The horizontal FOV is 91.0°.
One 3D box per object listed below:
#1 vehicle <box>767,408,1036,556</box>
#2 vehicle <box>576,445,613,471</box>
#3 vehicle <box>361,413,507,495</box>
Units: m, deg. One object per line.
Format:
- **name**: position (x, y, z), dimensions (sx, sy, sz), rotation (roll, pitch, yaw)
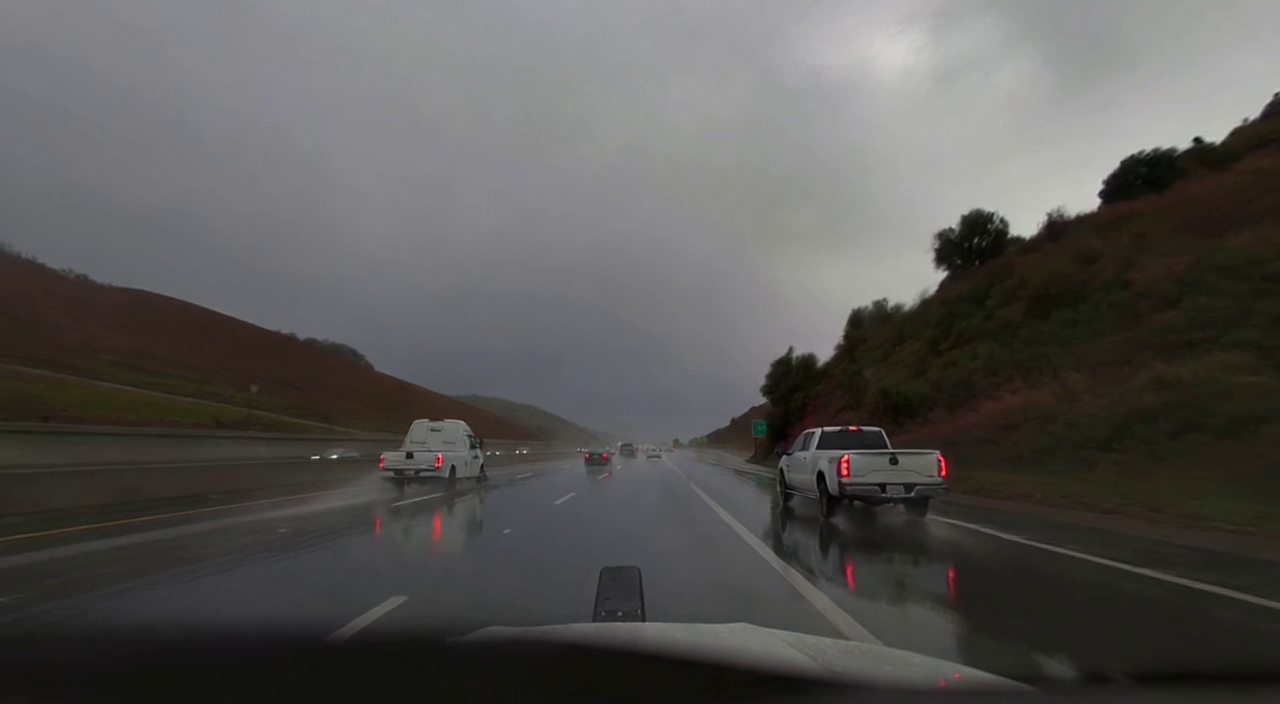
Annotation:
- **vehicle**: position (3.659, 1.941, 10.058), dimensions (2.231, 1.789, 4.700), rotation (0, -9, 0)
- **vehicle**: position (-2.832, 6.729, 40.160), dimensions (2.009, 1.593, 4.378), rotation (0, -9, 1)
- **vehicle**: position (-7.125, 3.689, 23.041), dimensions (2.937, 2.509, 7.090), rotation (0, -9, 0)
